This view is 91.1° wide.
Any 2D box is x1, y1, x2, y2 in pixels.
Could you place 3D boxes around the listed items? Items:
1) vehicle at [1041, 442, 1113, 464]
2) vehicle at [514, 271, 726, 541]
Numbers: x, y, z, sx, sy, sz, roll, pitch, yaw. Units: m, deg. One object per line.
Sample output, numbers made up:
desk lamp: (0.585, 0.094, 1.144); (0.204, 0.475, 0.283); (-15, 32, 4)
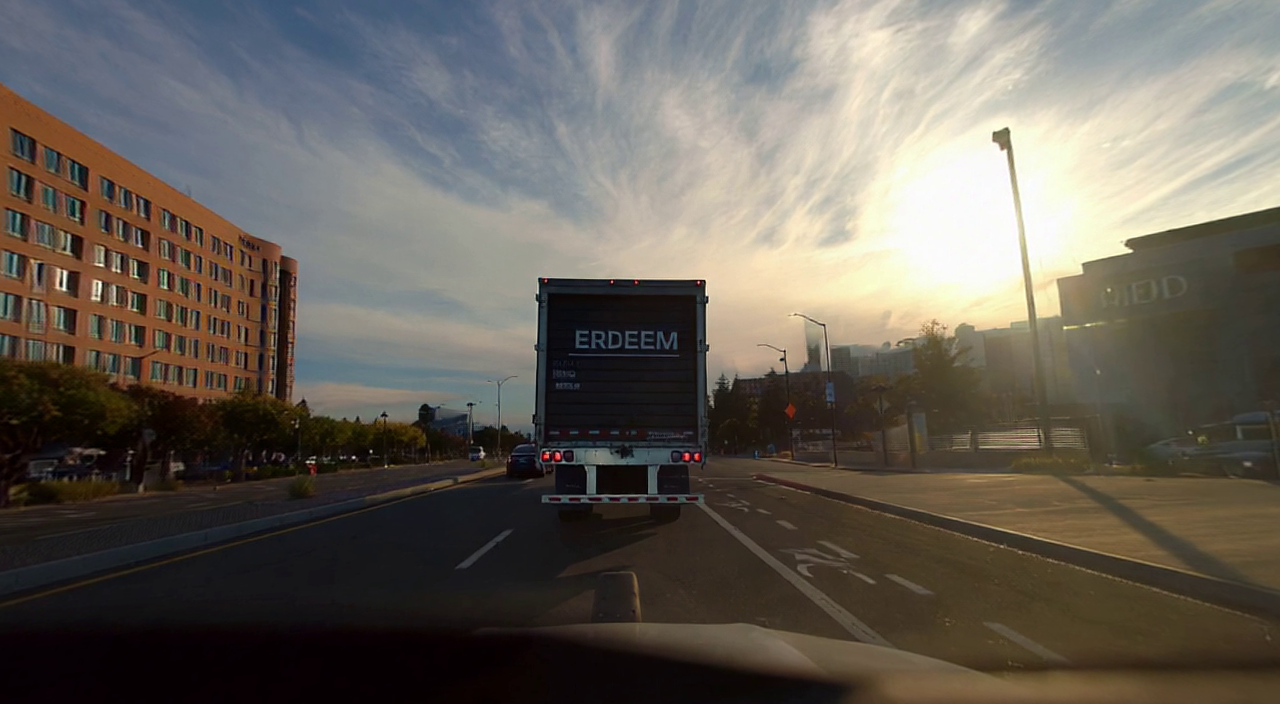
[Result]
vehicle: (31.362, 7.212, 45.152); (1.652, 1.423, 3.797); (5, -9, -36)
vehicle: (-0.187, 1.329, 13.386); (2.876, 3.724, 9.351); (-1, -8, 1)
